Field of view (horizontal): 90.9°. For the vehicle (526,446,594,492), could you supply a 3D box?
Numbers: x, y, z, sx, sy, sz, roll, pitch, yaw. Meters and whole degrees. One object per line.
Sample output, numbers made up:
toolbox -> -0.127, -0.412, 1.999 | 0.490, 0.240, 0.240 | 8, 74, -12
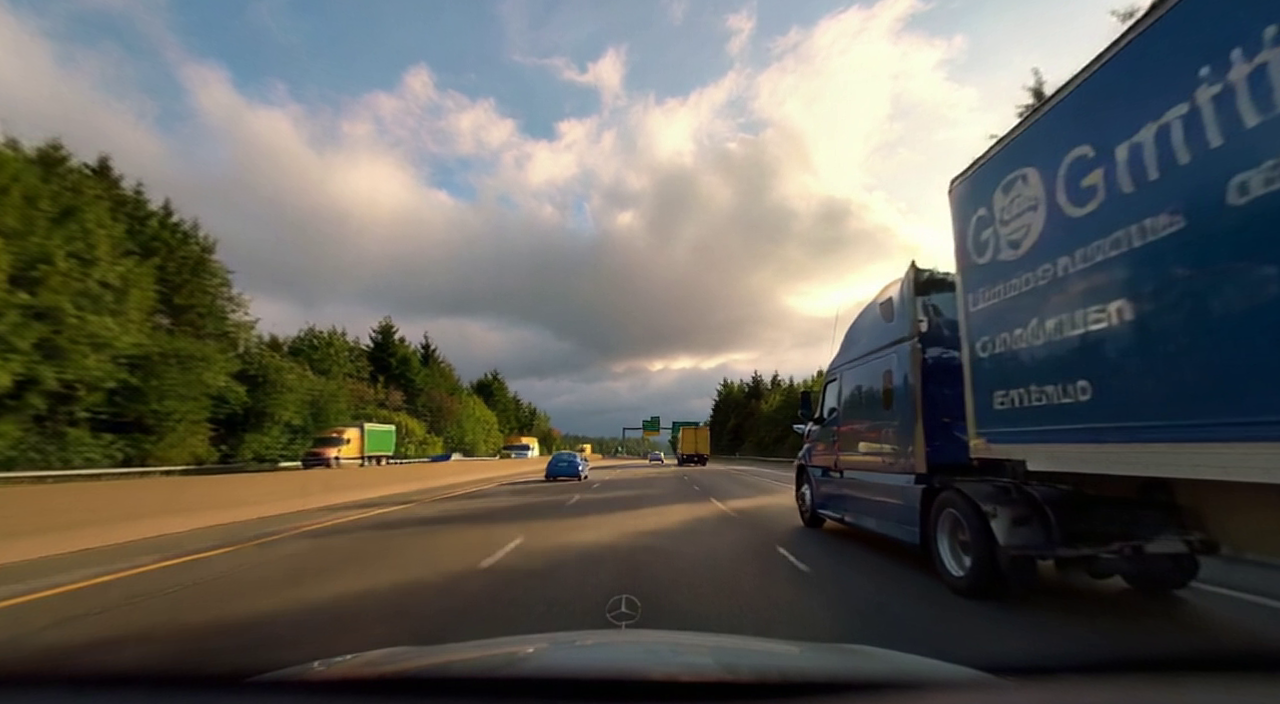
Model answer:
vehicle -> -2.969, 4.441, 24.323 | 1.960, 1.579, 4.384 | 0, -9, 1

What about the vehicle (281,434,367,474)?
vehicle -> -22.288, 7.261, 44.816 | 2.614, 2.602, 6.122 | 0, -9, 3

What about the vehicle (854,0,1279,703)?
vehicle -> 4.549, -0.390, 1.854 | 2.858, 3.952, 13.731 | 0, -9, -1
